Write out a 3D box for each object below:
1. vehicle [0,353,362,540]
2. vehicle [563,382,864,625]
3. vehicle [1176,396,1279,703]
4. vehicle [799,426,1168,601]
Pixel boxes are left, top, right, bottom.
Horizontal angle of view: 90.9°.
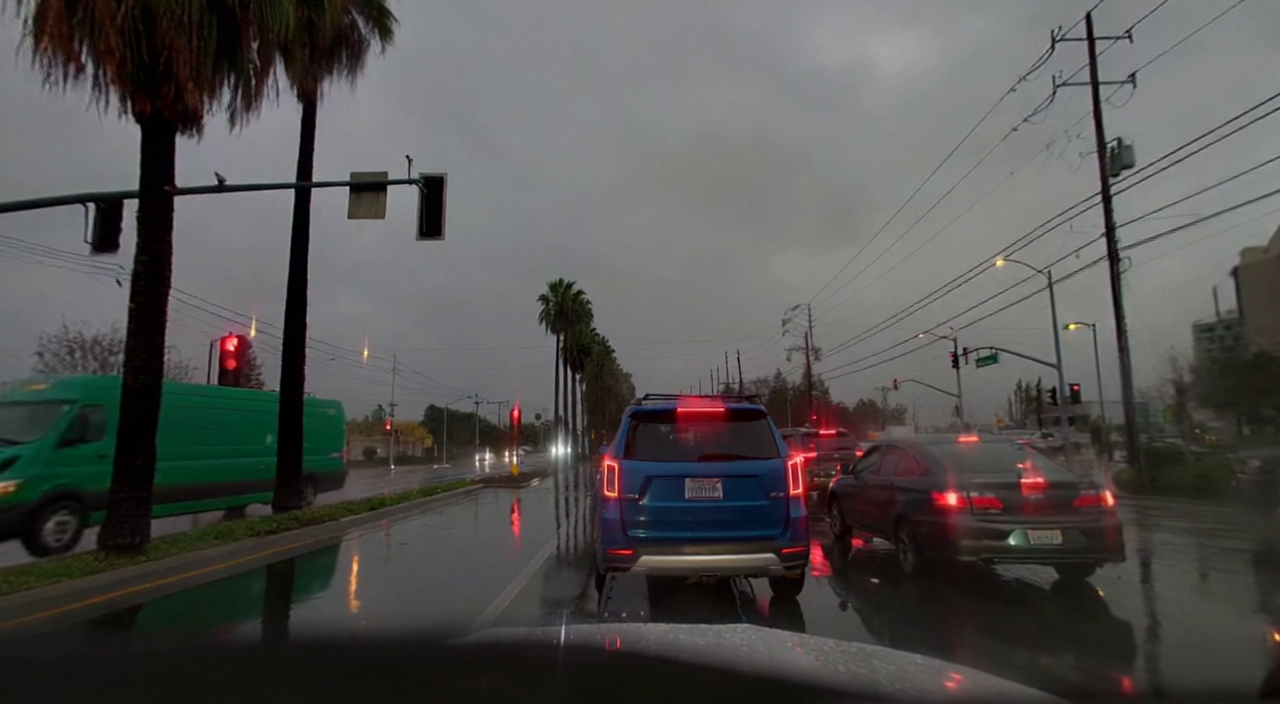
[{"bbox_3d":[-13.413,2.832,19.095,2.973,3.889,11.535,-2,-9,10],"label":"vehicle"},{"bbox_3d":[0.470,1.438,6.883,2.228,1.780,4.269,0,-9,-2],"label":"vehicle"},{"bbox_3d":[3.366,0.648,0.660,1.805,1.485,4.348,0,-9,1],"label":"vehicle"},{"bbox_3d":[3.448,1.686,7.504,1.895,1.456,4.255,0,-9,-2],"label":"vehicle"}]
